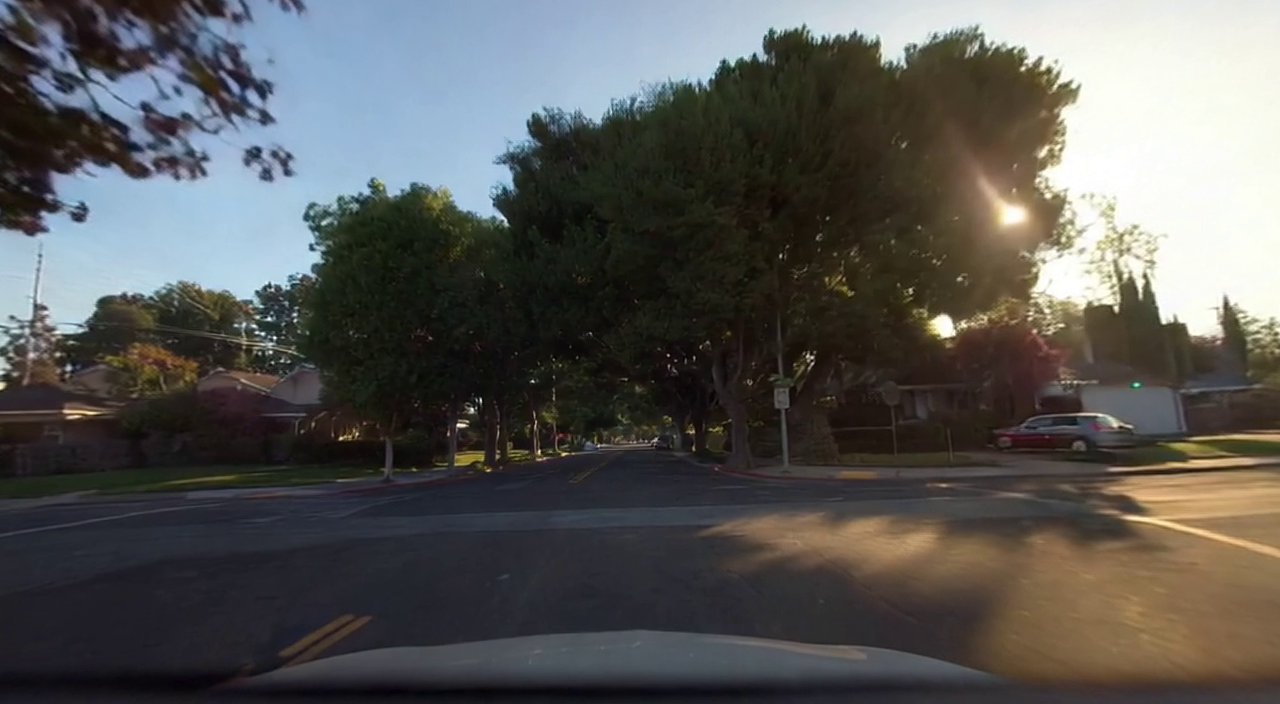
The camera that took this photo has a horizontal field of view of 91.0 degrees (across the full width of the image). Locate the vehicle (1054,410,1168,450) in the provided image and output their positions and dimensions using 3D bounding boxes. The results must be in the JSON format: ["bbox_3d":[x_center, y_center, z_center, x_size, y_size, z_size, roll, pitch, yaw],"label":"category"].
[{"bbox_3d":[19.119,3.248,25.818,1.803,1.504,4.324,-1,-8,8],"label":"vehicle"}]

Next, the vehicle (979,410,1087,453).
[{"bbox_3d":[16.356,3.392,26.535,1.829,1.667,4.437,-1,-8,3],"label":"vehicle"}]
